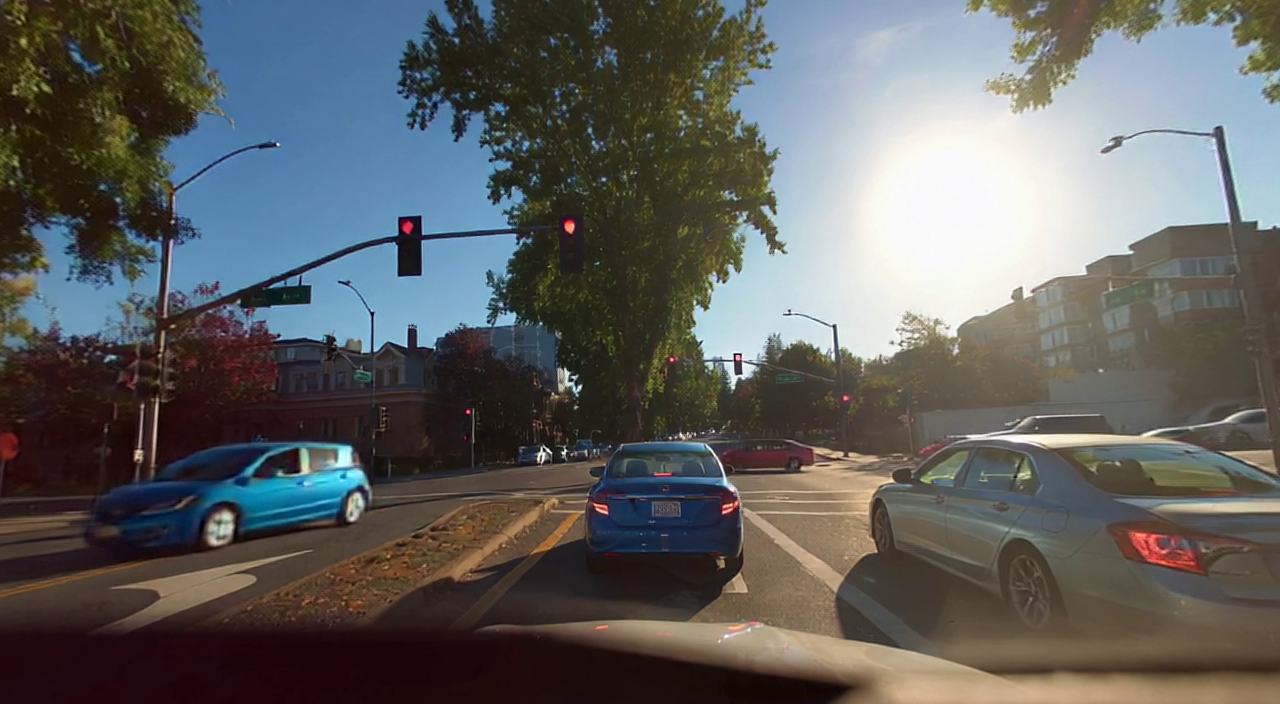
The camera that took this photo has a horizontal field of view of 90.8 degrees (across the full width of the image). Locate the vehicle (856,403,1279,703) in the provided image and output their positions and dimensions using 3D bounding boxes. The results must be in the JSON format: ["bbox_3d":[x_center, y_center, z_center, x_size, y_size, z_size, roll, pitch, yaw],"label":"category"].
[{"bbox_3d":[3.661,1.341,5.446,1.888,1.486,4.681,0,-9,-1],"label":"vehicle"}]

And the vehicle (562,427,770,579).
[{"bbox_3d":[0.298,1.817,8.331,2.090,1.505,3.756,-1,-9,1],"label":"vehicle"}]

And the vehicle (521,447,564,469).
[{"bbox_3d":[-6.917,7.581,45.311,2.093,1.476,4.278,-1,-9,4],"label":"vehicle"}]

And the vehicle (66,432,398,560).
[{"bbox_3d":[-6.599,2.314,11.045,1.996,1.705,4.577,-3,-9,16],"label":"vehicle"}]
